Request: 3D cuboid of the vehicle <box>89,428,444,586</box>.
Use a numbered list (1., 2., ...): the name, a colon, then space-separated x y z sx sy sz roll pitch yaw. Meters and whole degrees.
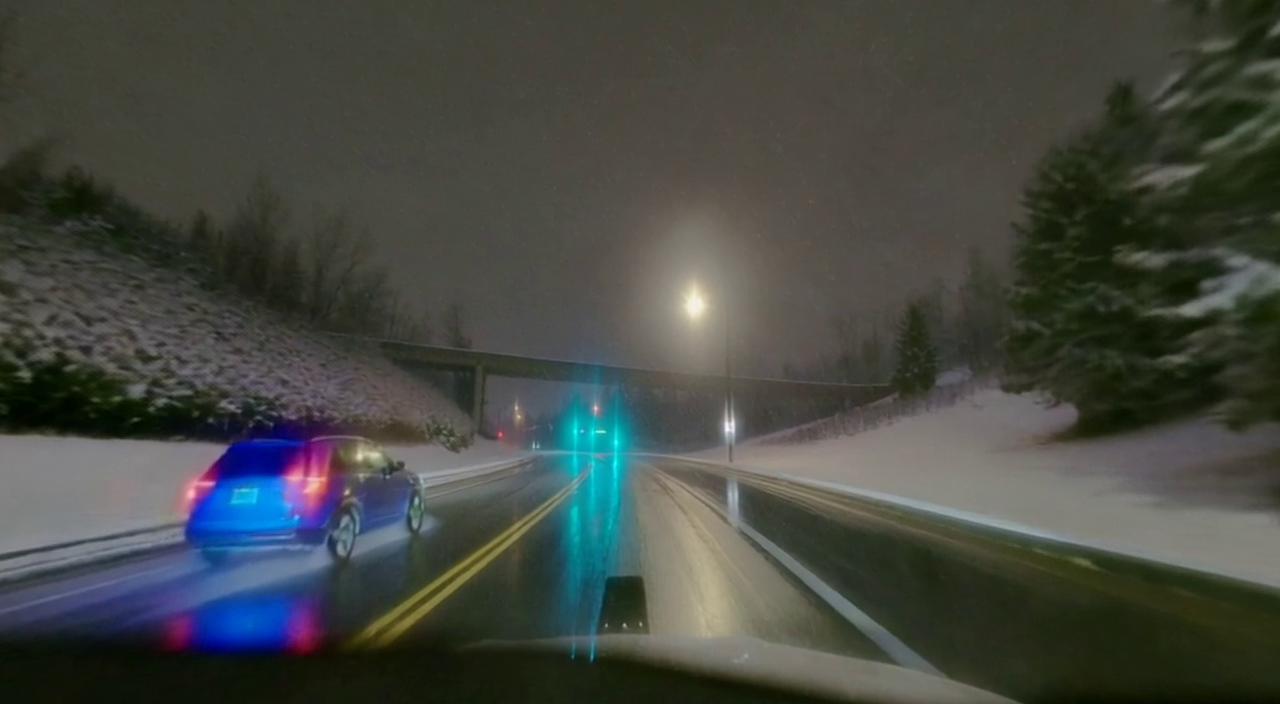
1. vehicle: -4.319 1.833 8.387 1.968 1.503 4.443 0 -8 0
